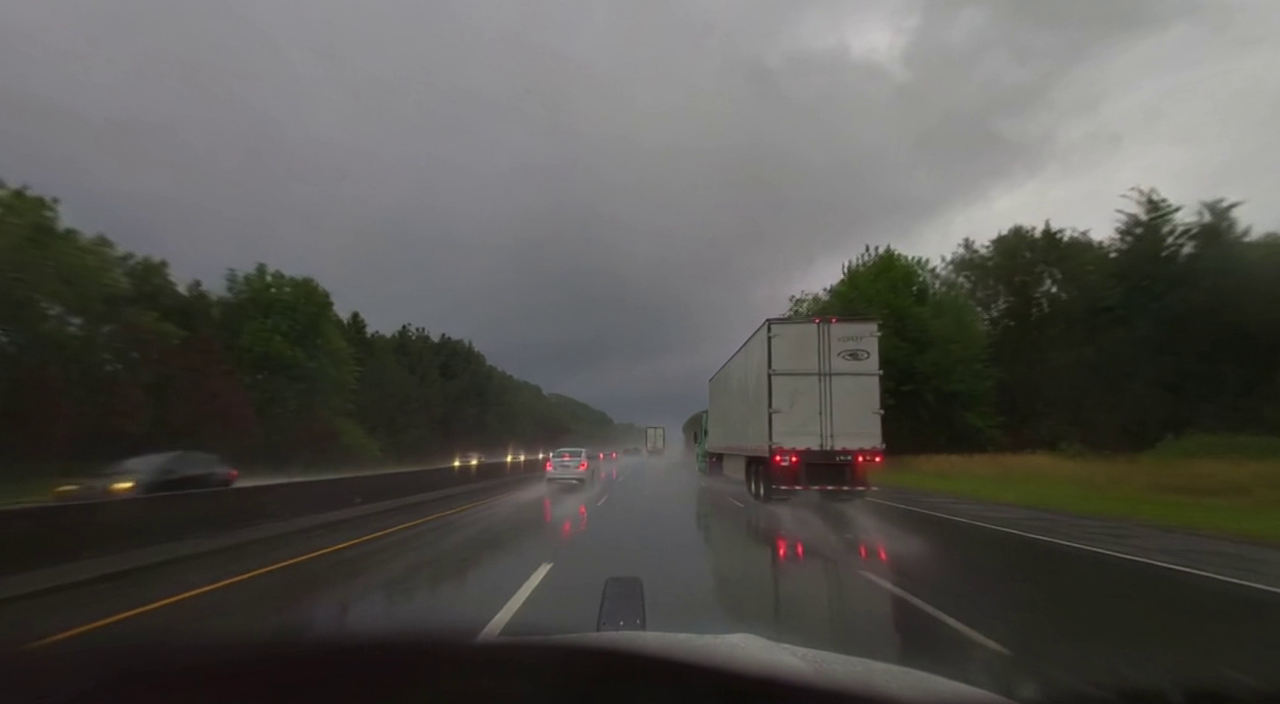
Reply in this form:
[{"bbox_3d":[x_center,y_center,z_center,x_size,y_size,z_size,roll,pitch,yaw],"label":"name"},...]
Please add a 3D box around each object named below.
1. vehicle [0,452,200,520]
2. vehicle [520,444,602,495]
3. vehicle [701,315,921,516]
[{"bbox_3d":[-14.845,3.560,17.361,2.009,1.600,4.723,0,-9,1],"label":"vehicle"},{"bbox_3d":[-2.530,3.958,21.632,2.104,1.526,4.940,0,-9,1],"label":"vehicle"},{"bbox_3d":[4.144,2.376,20.021,2.974,4.083,14.389,0,-9,0],"label":"vehicle"}]
